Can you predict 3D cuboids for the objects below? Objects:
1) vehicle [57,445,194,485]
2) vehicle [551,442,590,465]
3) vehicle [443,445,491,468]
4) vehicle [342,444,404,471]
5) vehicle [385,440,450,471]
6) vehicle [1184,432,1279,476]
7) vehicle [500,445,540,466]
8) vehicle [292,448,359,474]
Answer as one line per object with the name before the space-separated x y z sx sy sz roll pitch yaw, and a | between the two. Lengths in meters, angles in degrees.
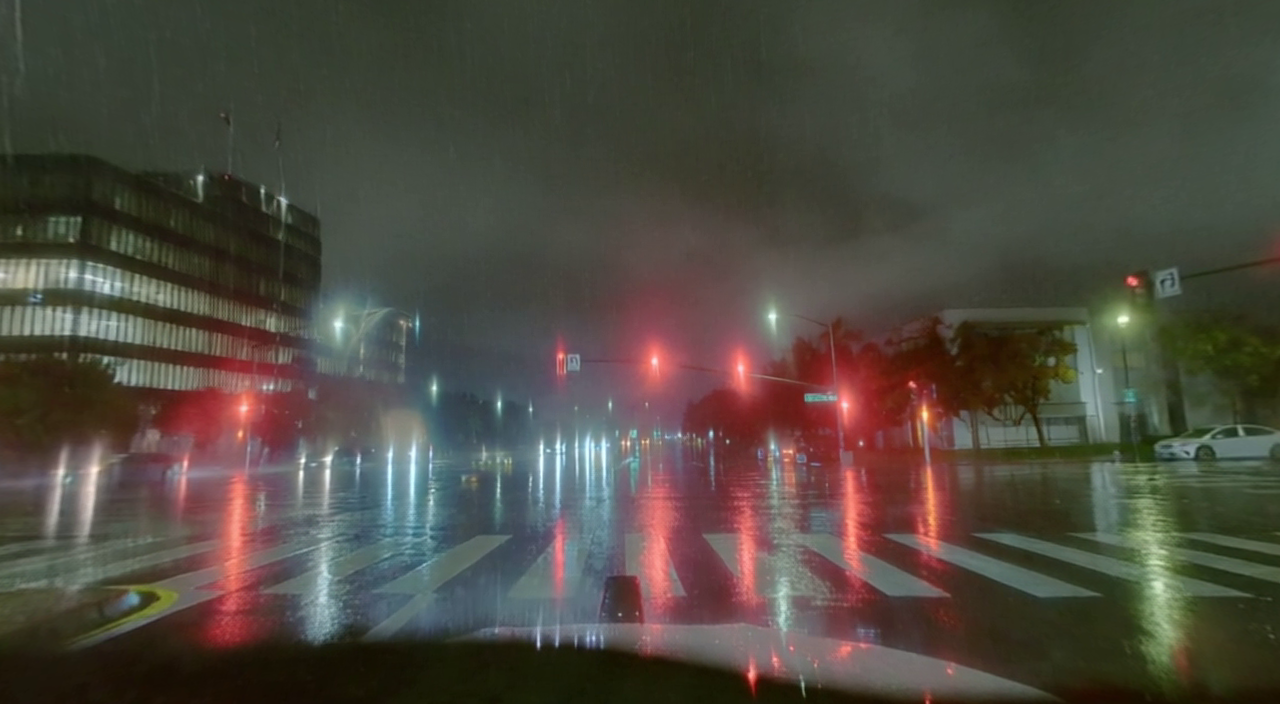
vehicle | -26.121 5.696 32.178 2.032 1.839 4.884 -5 -10 31
vehicle | -4.529 6.723 41.682 1.954 1.431 4.050 -1 -9 2
vehicle | -11.634 7.066 42.696 1.911 1.476 4.297 -1 -9 2
vehicle | -18.558 7.342 43.994 2.237 1.801 4.541 0 -9 1
vehicle | -15.141 7.034 43.151 2.340 1.946 5.450 0 -9 2
vehicle | 22.315 3.582 22.238 4.474 1.477 1.908 0 -9 -3
vehicle | -8.096 7.007 42.616 1.910 1.321 3.692 0 -9 1
vehicle | -21.506 7.445 43.278 1.929 1.619 4.577 -1 -9 5
